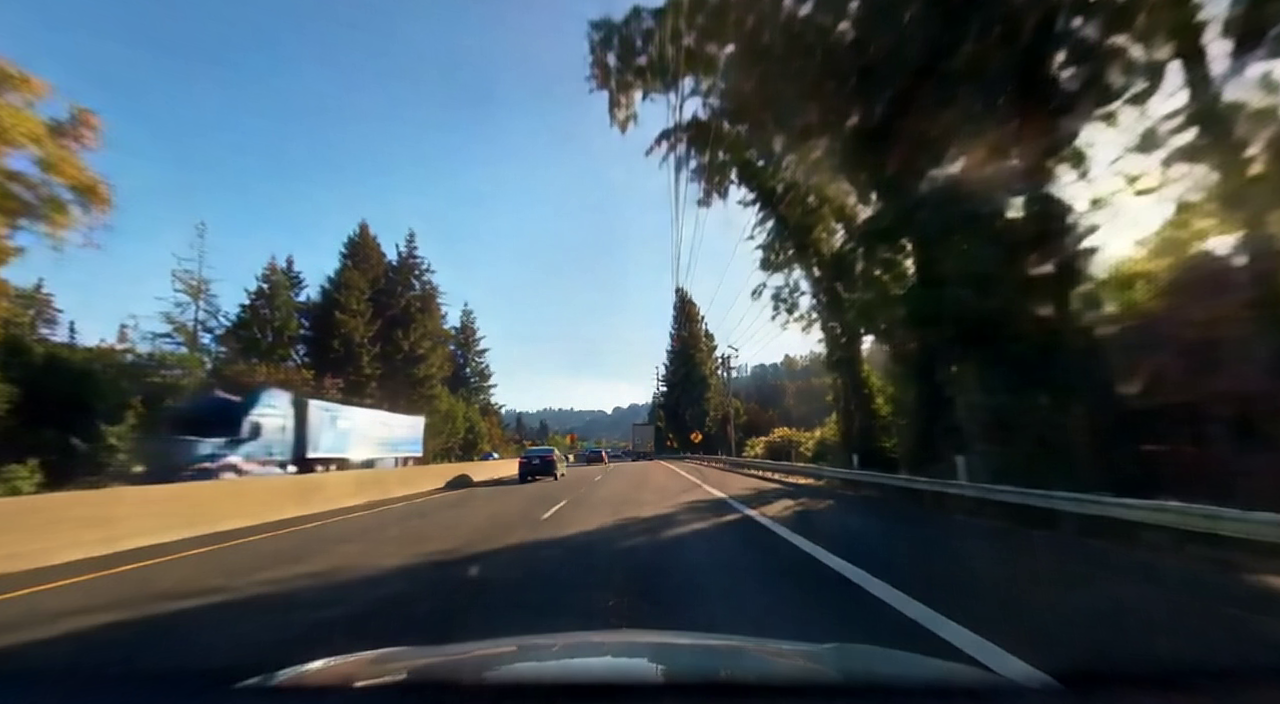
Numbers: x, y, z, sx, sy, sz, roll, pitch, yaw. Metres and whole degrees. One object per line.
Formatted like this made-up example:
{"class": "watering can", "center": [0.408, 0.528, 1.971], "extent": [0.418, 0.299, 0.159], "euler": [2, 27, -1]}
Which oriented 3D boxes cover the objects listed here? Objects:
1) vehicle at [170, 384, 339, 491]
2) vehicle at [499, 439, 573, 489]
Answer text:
{"class": "vehicle", "center": [-16.594, 3.785, 27.800], "extent": [3.536, 4.173, 5.865], "euler": [0, -9, 0]}
{"class": "vehicle", "center": [-3.894, 4.245, 24.256], "extent": [2.111, 1.735, 4.066], "euler": [0, -9, 0]}
